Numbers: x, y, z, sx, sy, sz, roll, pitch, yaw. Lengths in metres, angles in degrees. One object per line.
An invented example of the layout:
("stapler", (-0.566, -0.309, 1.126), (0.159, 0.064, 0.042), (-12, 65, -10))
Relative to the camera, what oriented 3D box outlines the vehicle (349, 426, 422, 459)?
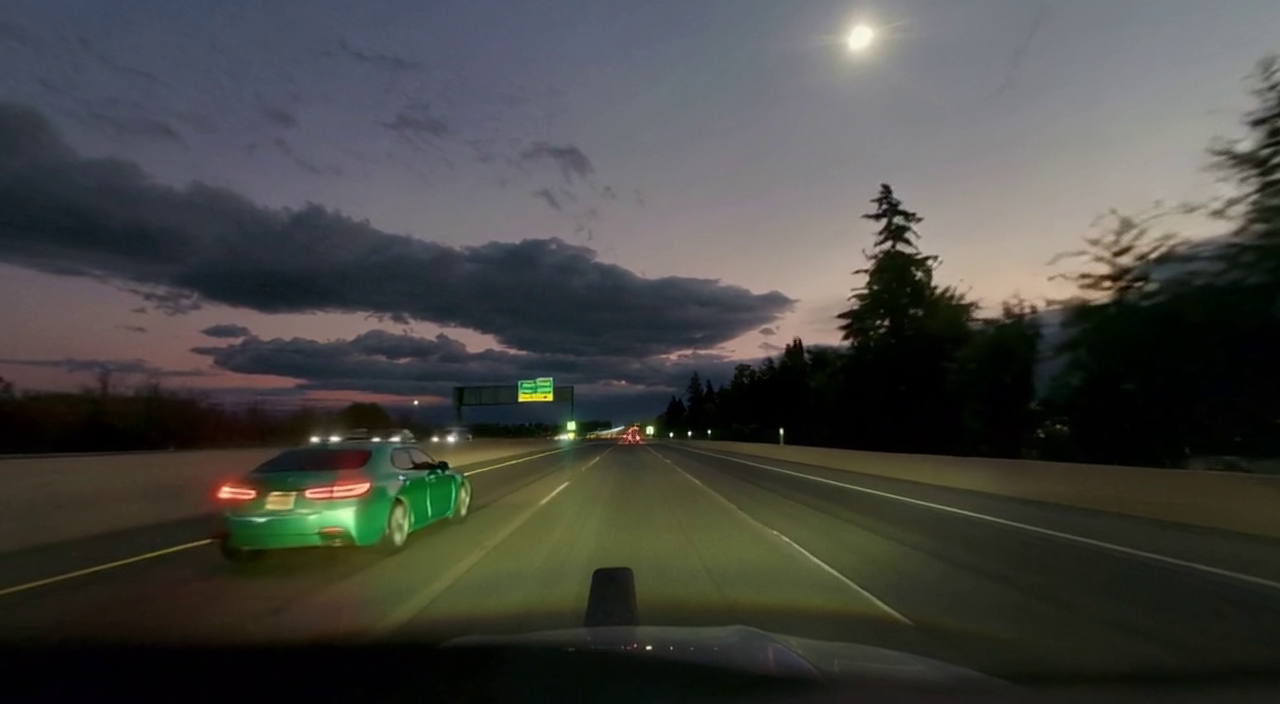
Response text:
("vehicle", (-12.843, 4.606, 32.074), (1.880, 1.531, 4.487), (0, -8, -1))
